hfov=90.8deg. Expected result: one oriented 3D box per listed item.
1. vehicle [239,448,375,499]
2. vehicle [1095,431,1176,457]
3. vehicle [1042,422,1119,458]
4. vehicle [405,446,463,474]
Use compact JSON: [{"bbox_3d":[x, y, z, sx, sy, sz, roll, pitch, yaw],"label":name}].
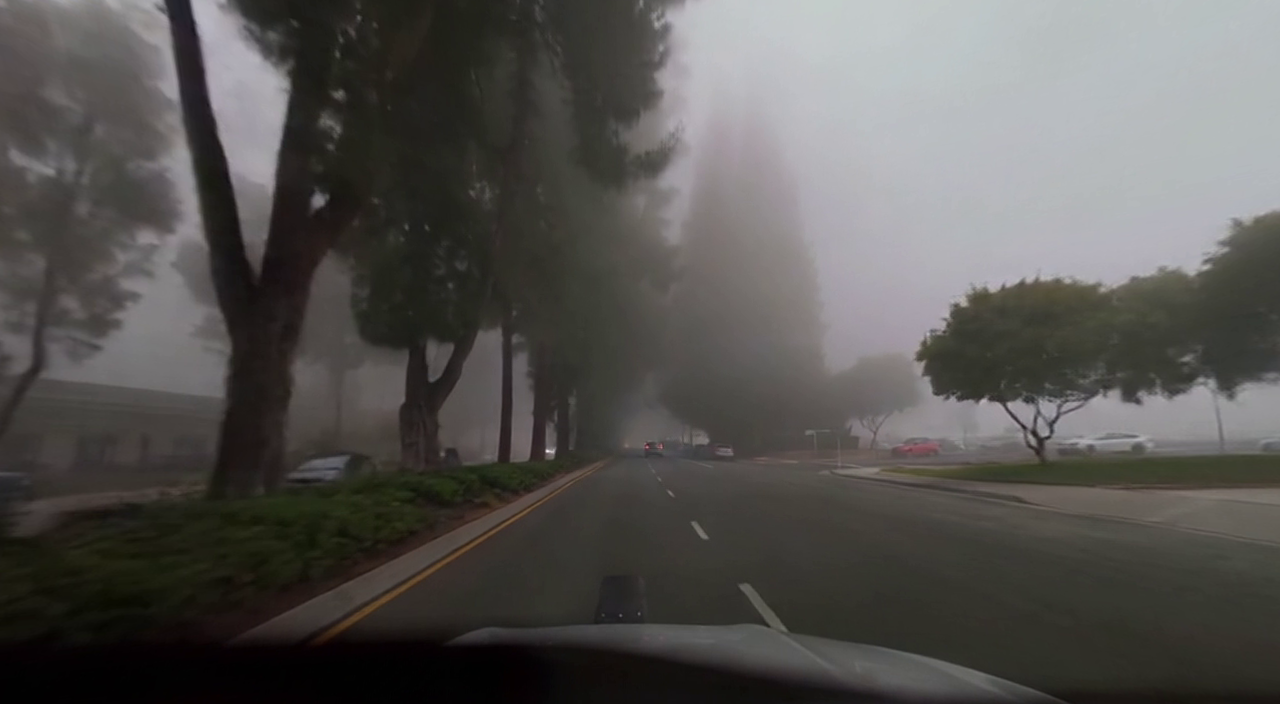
[{"bbox_3d":[-11.074,4.033,21.464,2.031,1.481,4.577,-1,-8,2],"label":"vehicle"},{"bbox_3d":[36.943,6.844,47.116,4.752,1.730,1.932,-1,-8,-11],"label":"vehicle"},{"bbox_3d":[32.194,6.415,46.280,3.804,2.526,2.489,1,-8,-11],"label":"vehicle"},{"bbox_3d":[-13.103,6.873,40.521,1.990,1.686,4.611,-1,-8,2],"label":"vehicle"}]
